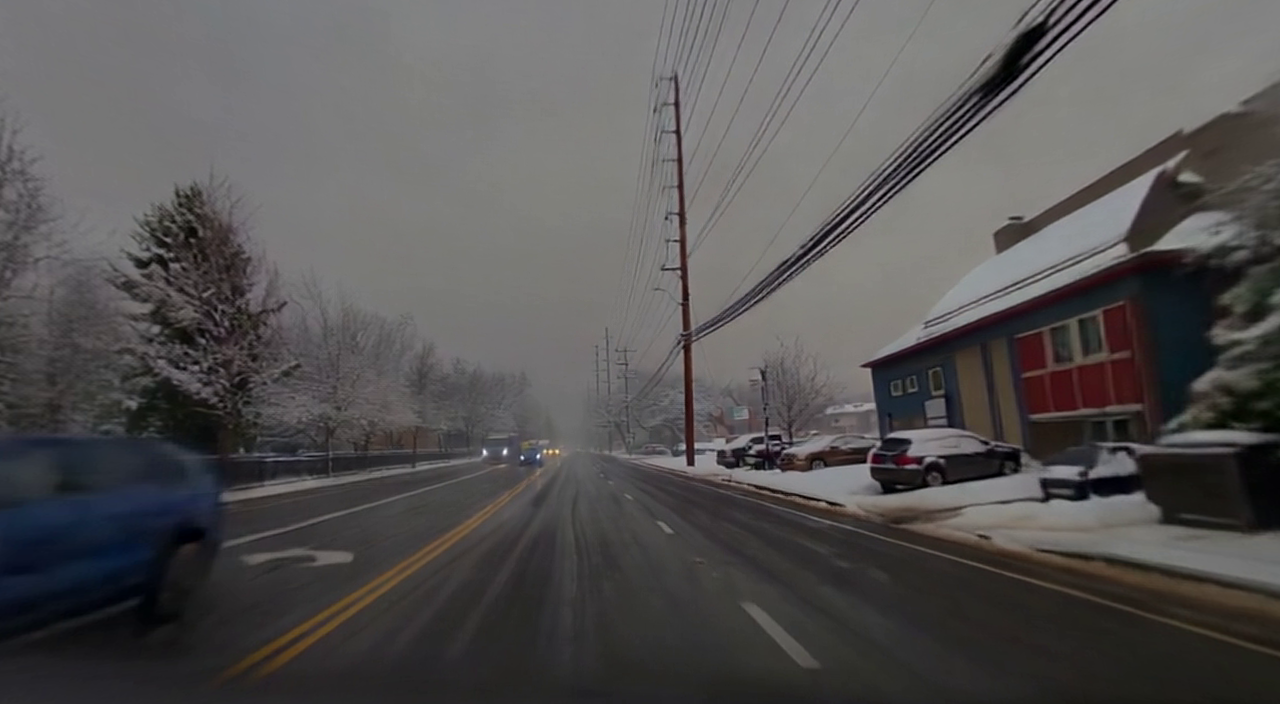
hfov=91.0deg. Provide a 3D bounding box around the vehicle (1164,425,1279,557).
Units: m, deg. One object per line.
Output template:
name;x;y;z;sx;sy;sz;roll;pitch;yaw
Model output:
vehicle;9.385;1.840;8.907;4.853;1.526;2.074;7;-11;-40

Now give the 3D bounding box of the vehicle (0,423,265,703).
vehicle;-4.262;1.141;3.214;2.122;1.517;4.465;0;-8;-3

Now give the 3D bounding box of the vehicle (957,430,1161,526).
vehicle;8.519;2.406;12.664;4.502;1.564;2.057;6;-11;-39

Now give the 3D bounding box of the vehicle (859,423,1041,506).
vehicle;8.269;2.866;16.596;5.112;1.832;2.290;7;-11;-40
